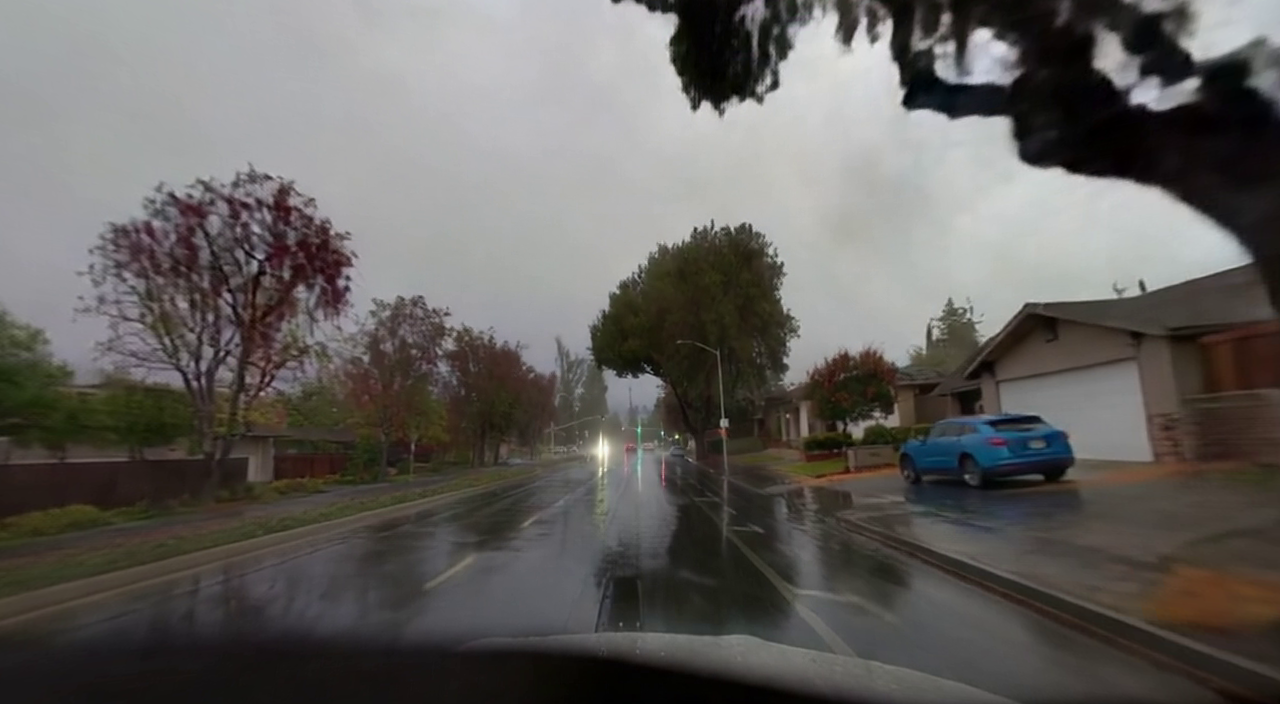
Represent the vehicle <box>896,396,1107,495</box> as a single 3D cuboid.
[{"bbox_3d":[8.302,2.293,15.217,2.051,1.801,4.785,-5,-10,-1],"label":"vehicle"}]
